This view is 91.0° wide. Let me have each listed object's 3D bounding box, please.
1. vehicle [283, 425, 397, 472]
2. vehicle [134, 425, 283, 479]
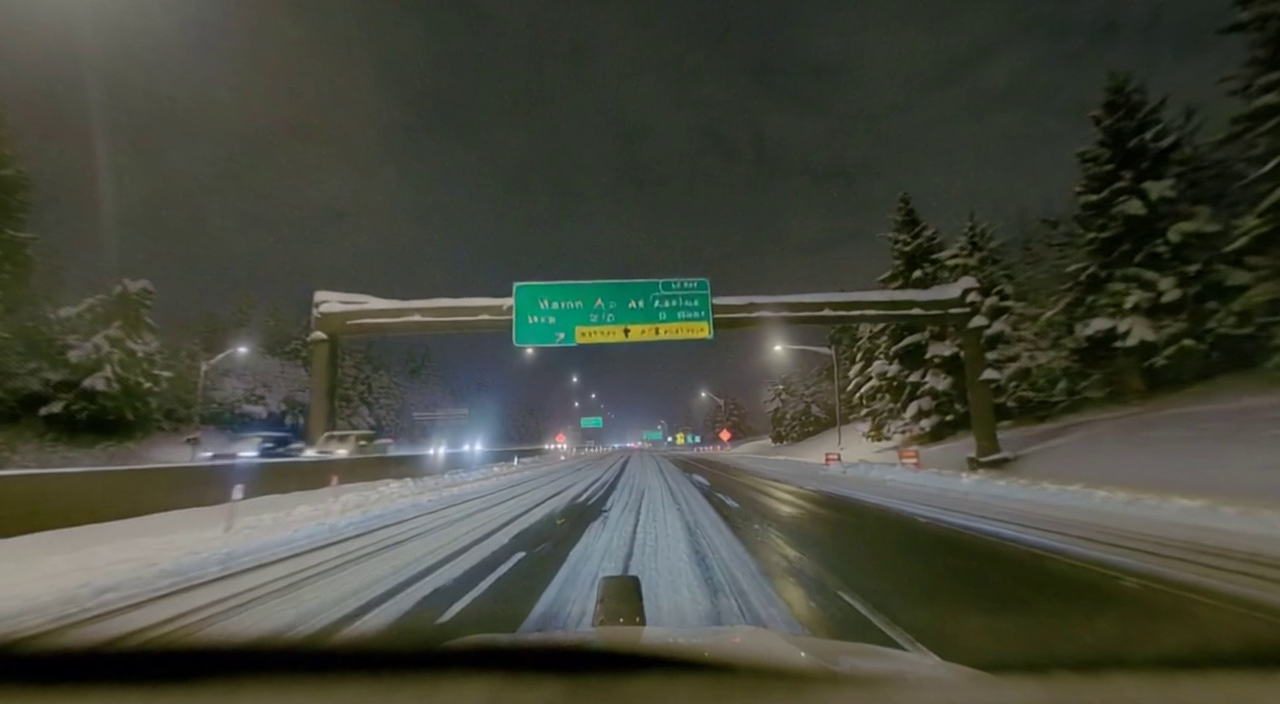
[{"bbox_3d":[-13.265,4.349,28.439,2.327,1.897,5.878,0,-8,-1],"label":"vehicle"},{"bbox_3d":[-16.367,3.842,24.333,2.212,1.861,5.039,0,-8,-1],"label":"vehicle"}]
